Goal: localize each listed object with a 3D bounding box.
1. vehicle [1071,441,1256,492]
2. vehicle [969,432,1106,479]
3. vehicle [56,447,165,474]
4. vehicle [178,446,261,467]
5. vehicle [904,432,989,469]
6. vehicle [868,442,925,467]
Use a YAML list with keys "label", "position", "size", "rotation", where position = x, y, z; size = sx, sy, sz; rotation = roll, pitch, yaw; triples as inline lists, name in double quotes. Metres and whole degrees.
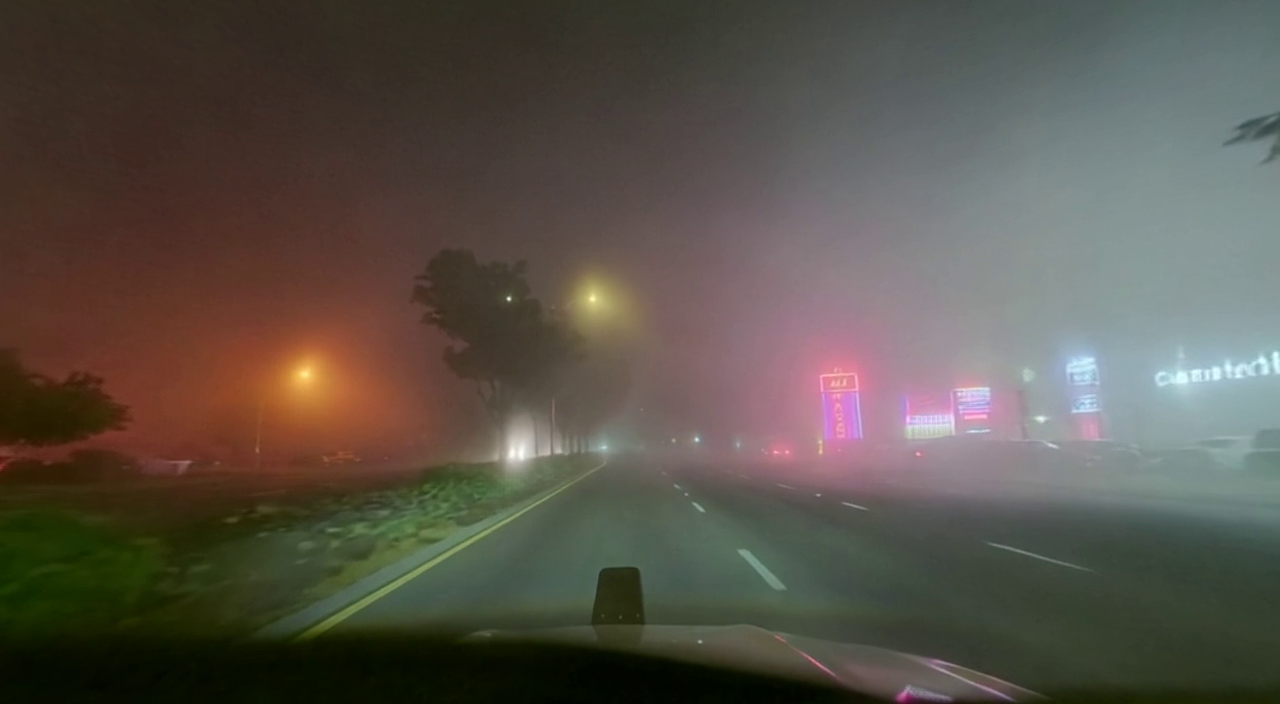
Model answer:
- label: "vehicle"
  position: [16.689, 3.642, 20.545]
  size: [1.863, 1.445, 4.703]
  rotation: [0, -8, -2]
- label: "vehicle"
  position: [16.444, 4.305, 26.586]
  size: [2.052, 1.749, 5.213]
  rotation: [1, -9, -4]
- label: "vehicle"
  position: [-29.613, 6.079, 35.428]
  size: [4.461, 1.441, 1.820]
  rotation: [0, -8, 0]
- label: "vehicle"
  position: [-31.083, 7.744, 46.795]
  size: [4.742, 1.459, 1.867]
  rotation: [-1, -8, 0]
- label: "vehicle"
  position: [18.856, 6.053, 39.279]
  size: [2.232, 2.008, 5.812]
  rotation: [-3, -8, -1]
- label: "vehicle"
  position: [16.103, 6.412, 39.933]
  size: [1.892, 1.421, 4.556]
  rotation: [-1, -8, 3]
